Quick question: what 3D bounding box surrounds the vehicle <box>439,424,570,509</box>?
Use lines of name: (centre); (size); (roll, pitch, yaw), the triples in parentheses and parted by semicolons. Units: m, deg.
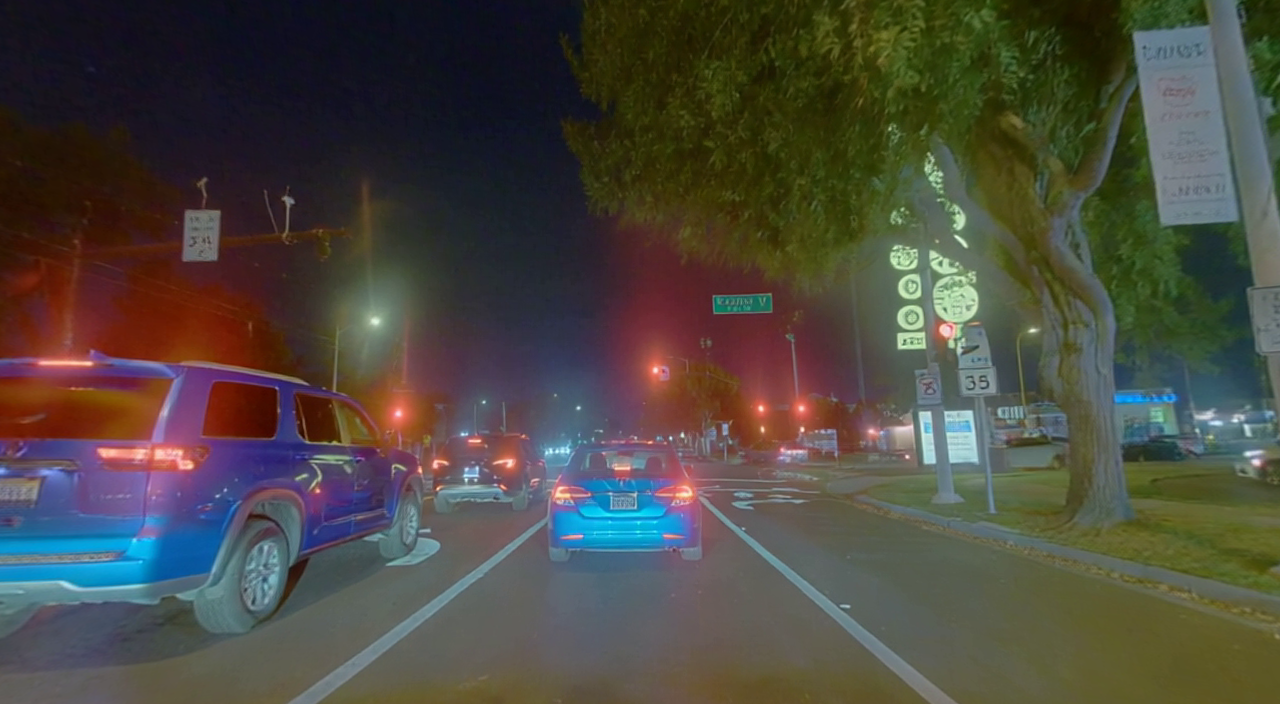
vehicle: (-2.927, 2.595, 14.599); (2.047, 1.664, 4.148); (0, -8, 1)

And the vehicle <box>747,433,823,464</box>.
vehicle: (8.517, 5.680, 36.846); (4.116, 1.719, 2.069); (-3, -9, 18)

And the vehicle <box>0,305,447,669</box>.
vehicle: (-3.814, 1.132, 6.236); (2.152, 2.118, 5.066); (0, -8, 0)

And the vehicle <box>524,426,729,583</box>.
vehicle: (-0.164, 1.778, 8.182); (1.966, 1.481, 4.146); (0, -8, -1)

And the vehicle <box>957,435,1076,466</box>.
vehicle: (18.992, 5.021, 31.909); (4.809, 1.476, 1.845); (-3, -9, 16)
